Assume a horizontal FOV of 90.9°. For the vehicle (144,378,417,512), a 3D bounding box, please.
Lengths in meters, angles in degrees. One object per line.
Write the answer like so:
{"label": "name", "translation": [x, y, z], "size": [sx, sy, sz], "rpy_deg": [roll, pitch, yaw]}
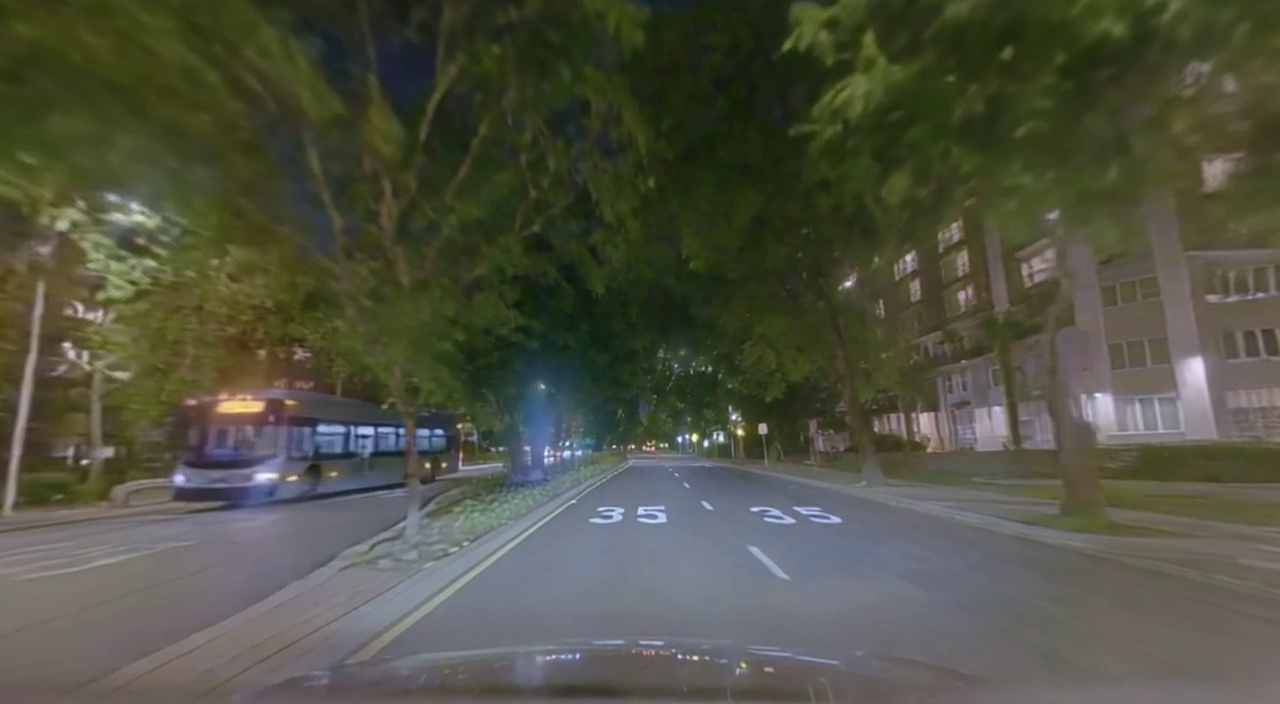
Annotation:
{"label": "vehicle", "translation": [-10.937, 3.092, 21.131], "size": [3.052, 3.397, 10.003], "rpy_deg": [0, -8, 1]}
